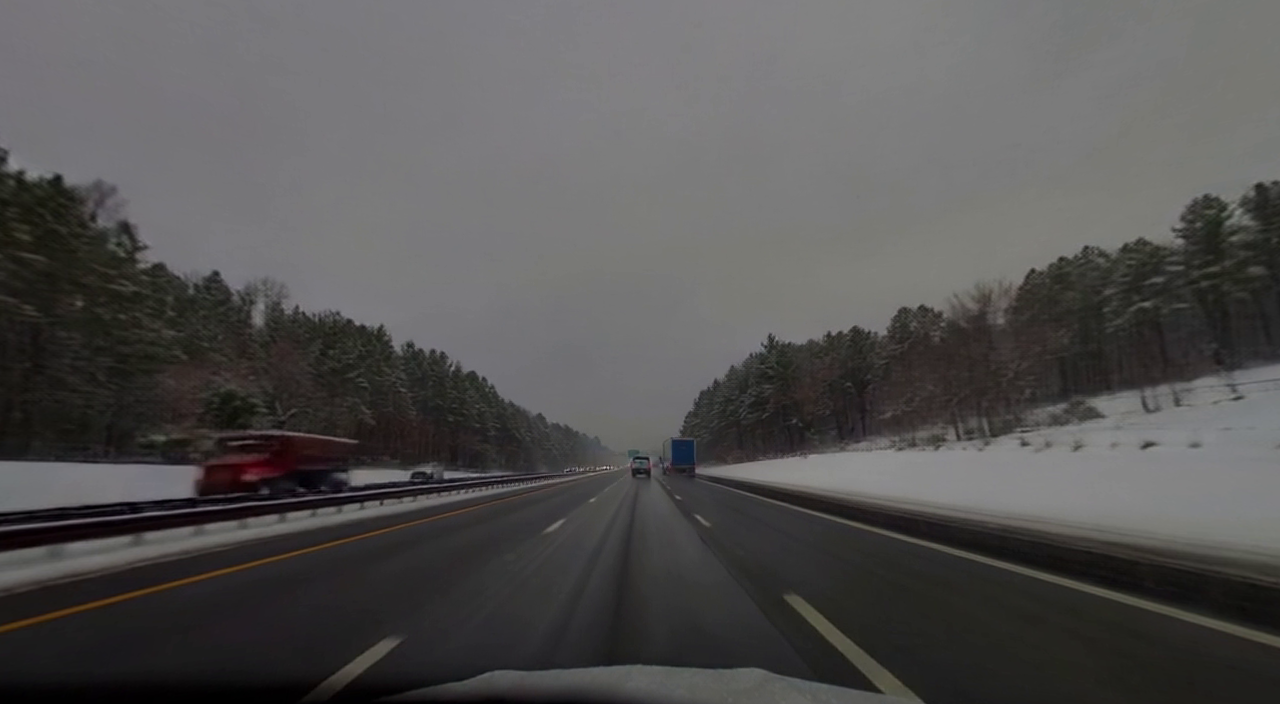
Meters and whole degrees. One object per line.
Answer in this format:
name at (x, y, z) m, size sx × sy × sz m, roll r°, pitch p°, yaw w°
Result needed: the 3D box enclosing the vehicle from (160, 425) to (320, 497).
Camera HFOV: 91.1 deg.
vehicle at (-15.295, 4.307, 24.632) m, size 2.385 × 2.442 × 5.711 m, roll 1°, pitch -10°, yaw 0°
